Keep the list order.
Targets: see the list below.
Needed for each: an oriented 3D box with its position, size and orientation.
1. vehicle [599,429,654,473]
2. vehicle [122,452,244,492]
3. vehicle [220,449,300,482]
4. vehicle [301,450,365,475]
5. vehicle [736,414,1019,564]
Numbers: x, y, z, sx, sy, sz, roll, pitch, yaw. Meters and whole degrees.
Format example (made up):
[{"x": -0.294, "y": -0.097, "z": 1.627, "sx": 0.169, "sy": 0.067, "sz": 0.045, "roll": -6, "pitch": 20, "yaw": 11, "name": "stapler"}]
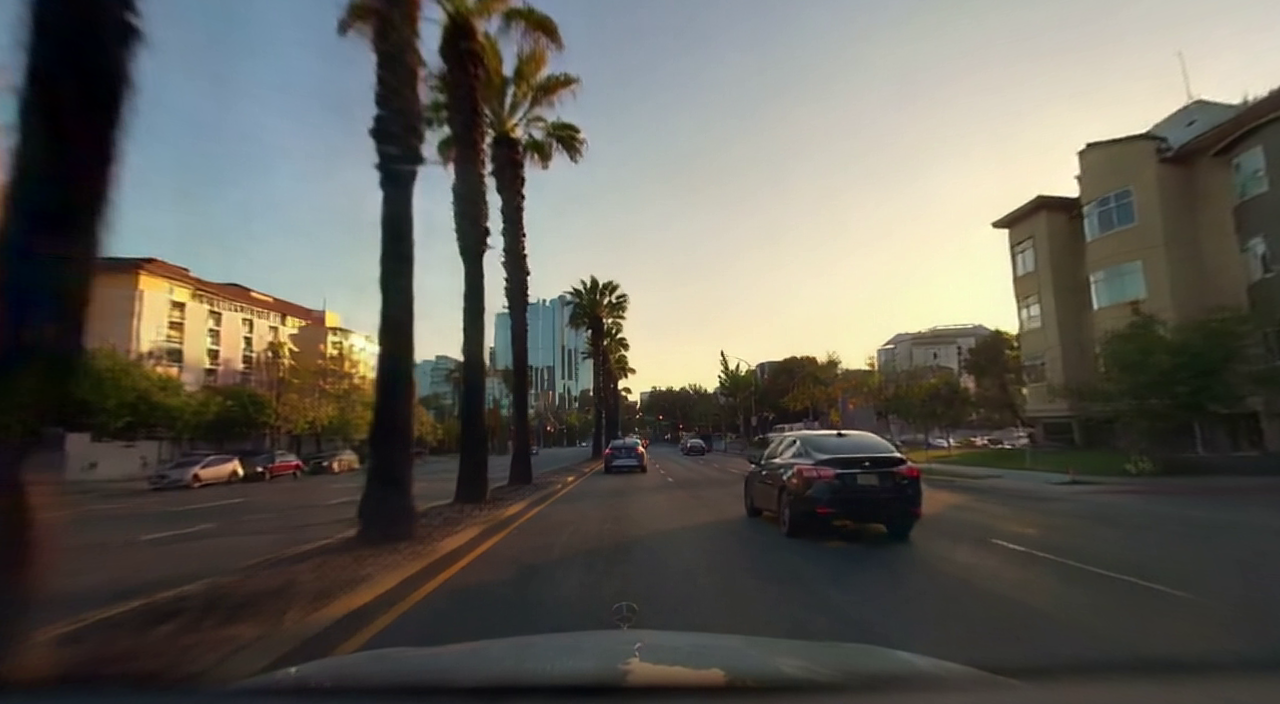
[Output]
[{"x": -0.576, "y": 4.398, "z": 28.107, "sx": 2.277, "sy": 1.816, "sz": 4.192, "roll": 0, "pitch": -8, "yaw": -1, "name": "vehicle"}, {"x": -19.497, "y": 5.121, "z": 27.145, "sx": 1.920, "sy": 1.505, "sz": 4.351, "roll": 0, "pitch": -8, "yaw": 1, "name": "vehicle"}, {"x": -19.762, "y": 5.894, "z": 32.938, "sx": 1.753, "sy": 1.600, "sz": 4.040, "roll": 0, "pitch": -8, "yaw": -2, "name": "vehicle"}, {"x": -19.599, "y": 7.047, "z": 40.403, "sx": 1.847, "sy": 1.466, "sz": 4.530, "roll": 0, "pitch": -8, "yaw": -1, "name": "vehicle"}, {"x": 2.897, "y": 1.807, "z": 9.112, "sx": 2.195, "sy": 1.590, "sz": 4.668, "roll": 0, "pitch": -8, "yaw": -1, "name": "vehicle"}]
